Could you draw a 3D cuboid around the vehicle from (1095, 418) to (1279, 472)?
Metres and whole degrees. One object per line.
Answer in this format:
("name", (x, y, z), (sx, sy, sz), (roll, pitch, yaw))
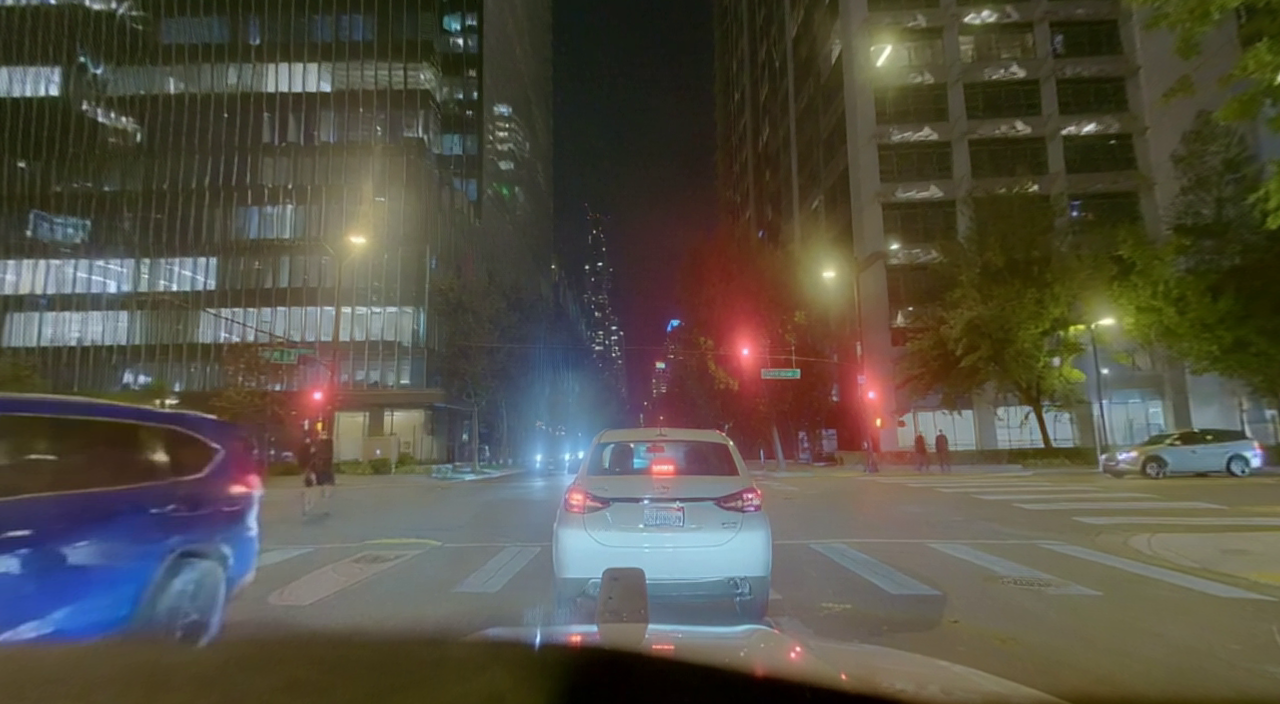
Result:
("vehicle", (19.145, 3.261, 22.213), (4.675, 1.772, 1.945), (0, -8, -1))

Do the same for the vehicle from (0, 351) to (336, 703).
("vehicle", (-4.448, 1.054, 3.816), (2.317, 1.924, 5.518), (0, -8, 2))

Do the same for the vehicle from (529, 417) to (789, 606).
("vehicle", (-0.138, 1.644, 7.482), (1.893, 1.532, 4.145), (2, -9, -15))
